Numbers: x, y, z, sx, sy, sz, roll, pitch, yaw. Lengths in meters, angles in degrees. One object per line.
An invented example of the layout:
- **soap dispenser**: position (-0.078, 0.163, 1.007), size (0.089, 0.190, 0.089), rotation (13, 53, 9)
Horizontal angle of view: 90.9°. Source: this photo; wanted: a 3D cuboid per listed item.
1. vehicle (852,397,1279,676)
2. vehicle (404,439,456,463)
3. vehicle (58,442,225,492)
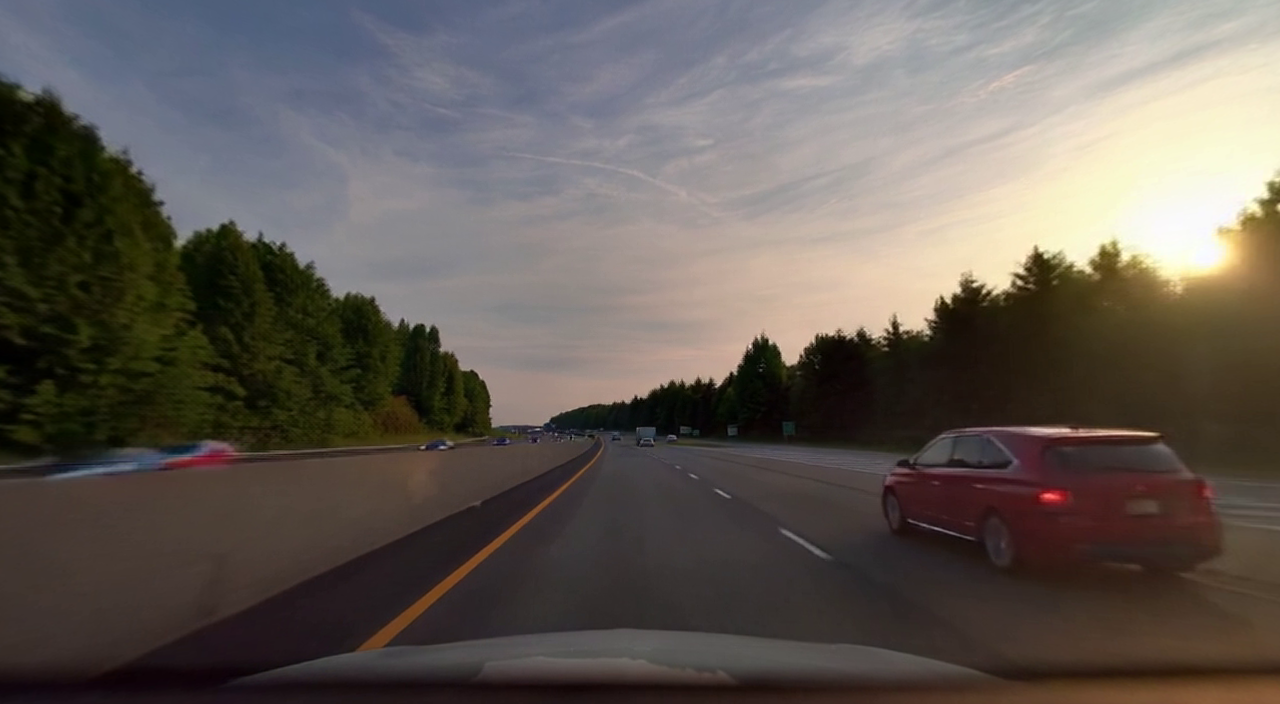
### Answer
- **vehicle**: position (3.670, 1.309, 5.673), size (1.958, 1.526, 4.227), rotation (0, -8, -1)
- **vehicle**: position (-13.689, 6.454, 41.314), size (1.905, 1.464, 4.510), rotation (0, -8, -1)
- **vehicle**: position (-16.869, 3.863, 21.732), size (1.917, 1.484, 4.826), rotation (0, -8, -1)
